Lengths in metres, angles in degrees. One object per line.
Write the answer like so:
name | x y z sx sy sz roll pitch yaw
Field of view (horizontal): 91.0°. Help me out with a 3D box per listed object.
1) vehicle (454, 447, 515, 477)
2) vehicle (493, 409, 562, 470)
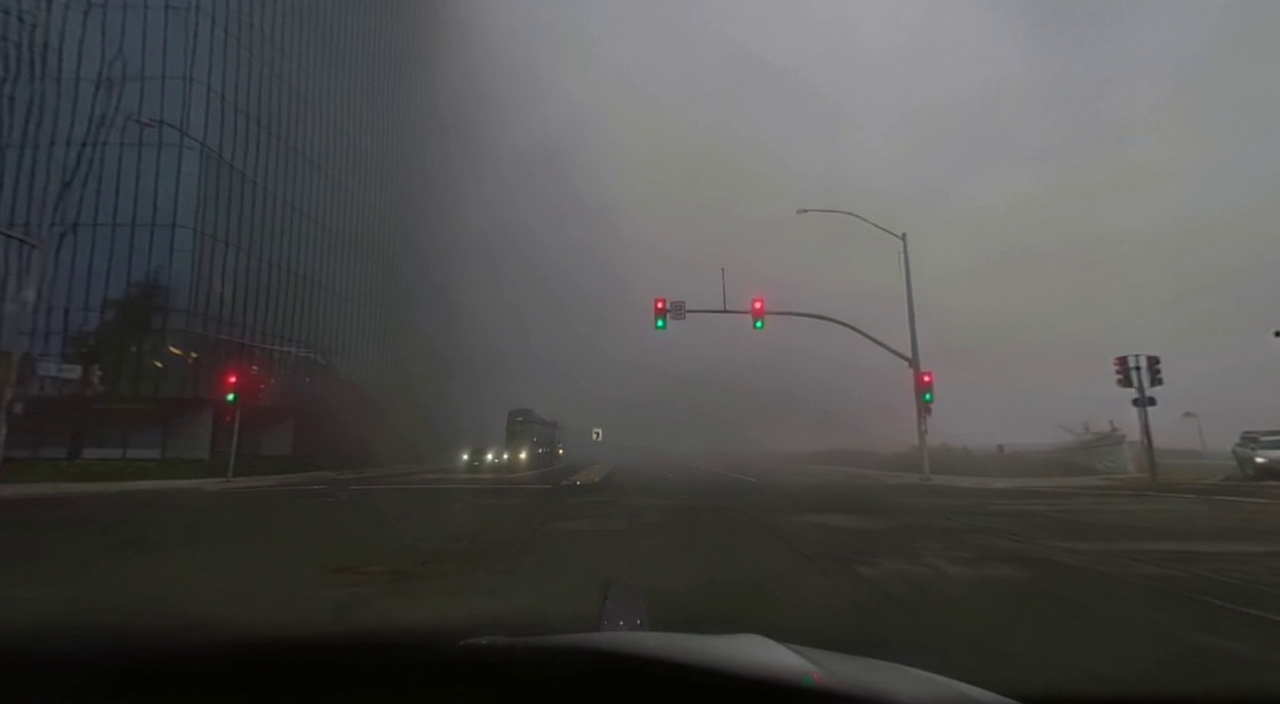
vehicle | -8.496 6.039 34.870 2.113 1.535 4.504 0 -9 1
vehicle | -7.987 6.530 46.563 3.109 3.888 11.000 1 -9 0
